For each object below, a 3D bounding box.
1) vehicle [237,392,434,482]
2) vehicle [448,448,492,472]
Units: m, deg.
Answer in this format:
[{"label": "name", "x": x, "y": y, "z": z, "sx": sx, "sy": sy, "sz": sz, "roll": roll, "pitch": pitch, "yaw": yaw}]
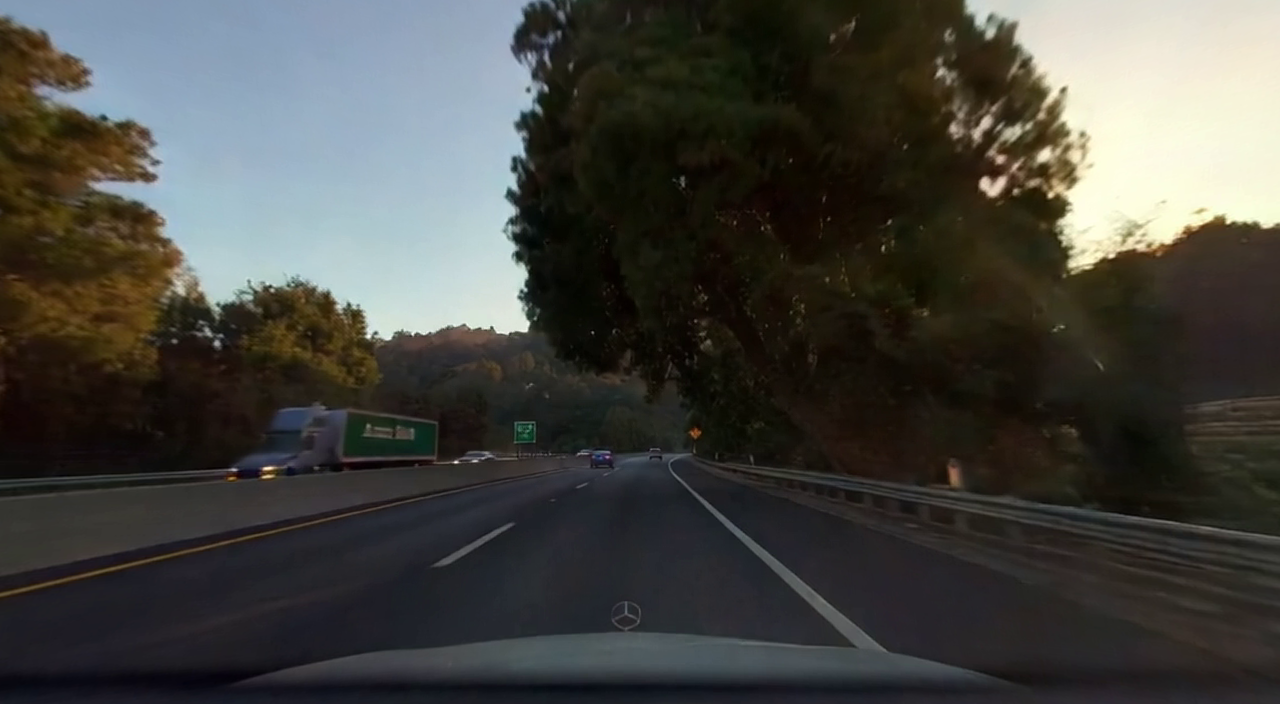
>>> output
[{"label": "vehicle", "x": -16.481, "y": 5.108, "z": 36.943, "sx": 2.833, "sy": 4.040, "sz": 16.950, "roll": 0, "pitch": -9, "yaw": 1}, {"label": "vehicle", "x": -12.175, "y": 7.749, "z": 45.506, "sx": 1.955, "sy": 1.579, "sz": 4.392, "roll": 0, "pitch": -9, "yaw": 0}]
